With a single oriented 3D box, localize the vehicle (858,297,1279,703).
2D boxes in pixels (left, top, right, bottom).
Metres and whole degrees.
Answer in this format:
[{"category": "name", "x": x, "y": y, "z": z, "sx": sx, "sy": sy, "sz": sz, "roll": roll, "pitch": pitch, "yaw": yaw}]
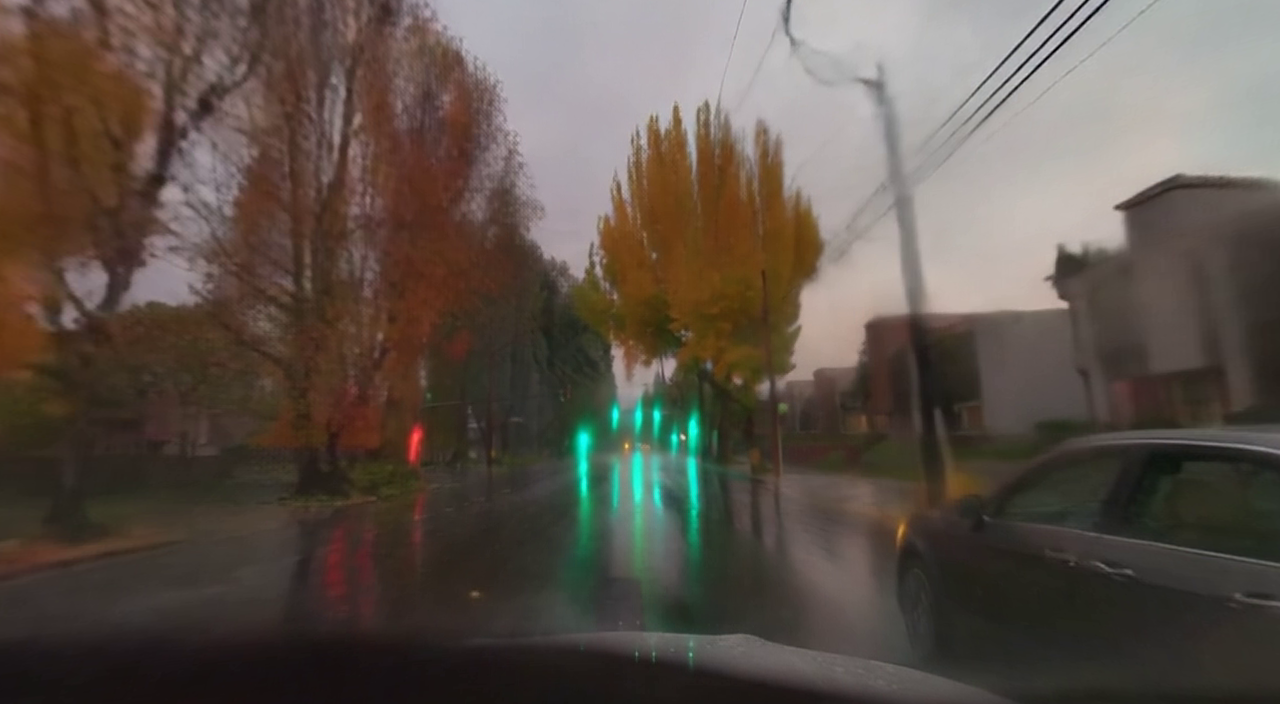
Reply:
[{"category": "vehicle", "x": 2.952, "y": 0.877, "z": 2.719, "sx": 2.224, "sy": 1.791, "sz": 4.834, "roll": 0, "pitch": -9, "yaw": -1}]
